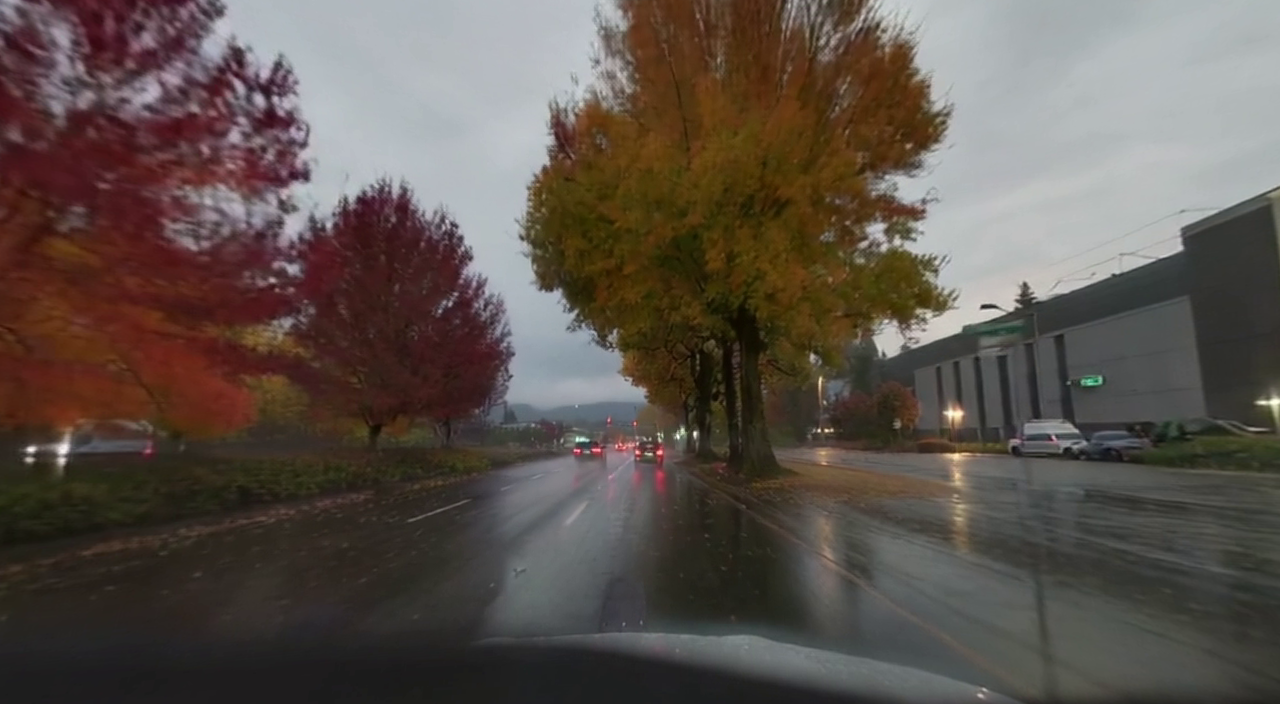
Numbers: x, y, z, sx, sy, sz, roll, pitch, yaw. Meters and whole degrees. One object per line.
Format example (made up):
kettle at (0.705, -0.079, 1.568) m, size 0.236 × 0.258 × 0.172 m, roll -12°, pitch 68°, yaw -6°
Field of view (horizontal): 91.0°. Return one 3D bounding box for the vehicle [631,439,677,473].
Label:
vehicle at (0.624, 4.956, 30.261) m, size 2.040 × 1.493 × 3.682 m, roll 0°, pitch -8°, yaw 0°

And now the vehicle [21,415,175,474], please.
vehicle at (-30.744, 5.314, 36.227) m, size 2.376 × 2.995 × 7.095 m, roll 0°, pitch -8°, yaw 1°

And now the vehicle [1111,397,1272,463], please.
vehicle at (22.935, 3.360, 26.475) m, size 4.440 × 2.545 × 2.105 m, roll -5°, pitch -10°, yaw 25°

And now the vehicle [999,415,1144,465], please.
vehicle at (26.383, 5.439, 38.693) m, size 6.918 × 2.911 × 2.524 m, roll 0°, pitch -9°, yaw -1°

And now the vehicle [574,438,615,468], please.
vehicle at (-2.725, 6.125, 38.455) m, size 2.197 × 1.709 × 4.069 m, roll 0°, pitch -8°, yaw 0°
